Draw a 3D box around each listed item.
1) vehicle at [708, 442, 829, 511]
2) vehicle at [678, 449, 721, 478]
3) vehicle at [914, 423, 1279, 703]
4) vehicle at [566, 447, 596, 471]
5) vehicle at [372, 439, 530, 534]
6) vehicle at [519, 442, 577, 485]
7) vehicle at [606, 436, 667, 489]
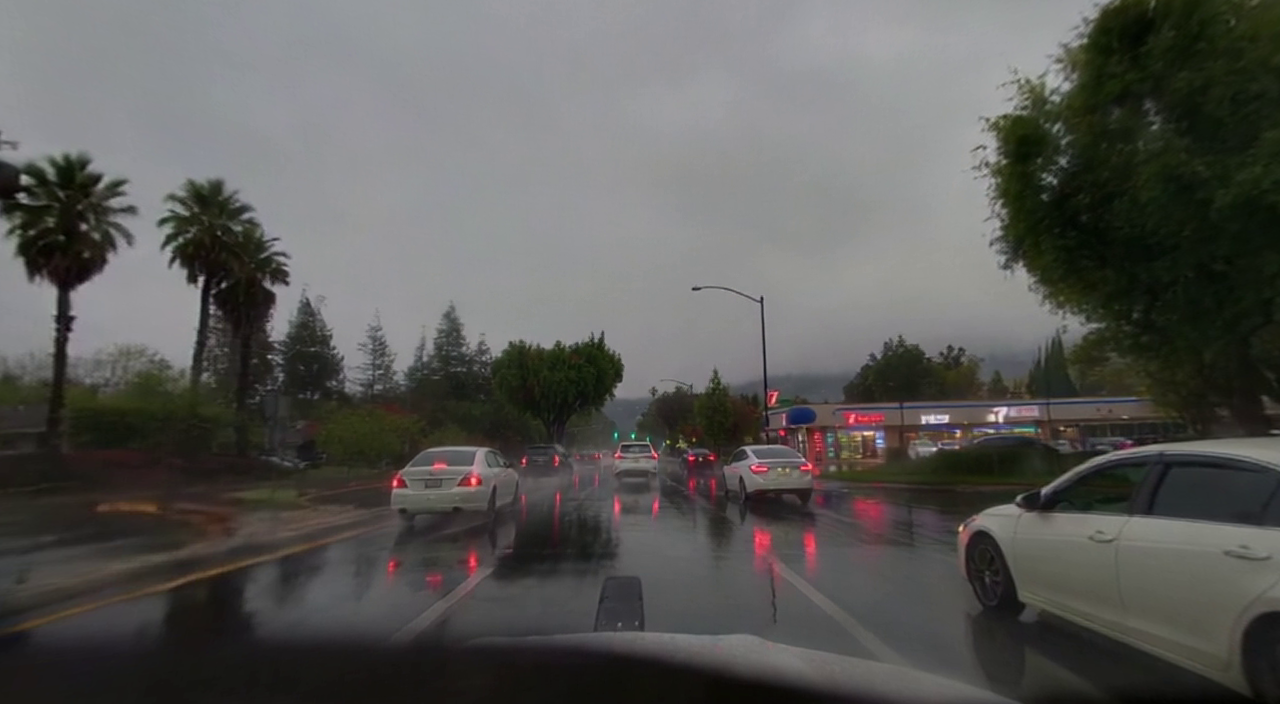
[{"bbox_3d":[3.076,3.082,16.147,1.977,1.480,4.589,0,-8,-2],"label":"vehicle"},{"bbox_3d":[3.241,6.193,35.085,1.880,1.476,3.932,0,-8,-2],"label":"vehicle"},{"bbox_3d":[3.633,1.206,3.853,1.867,1.448,4.436,0,-8,-1],"label":"vehicle"},{"bbox_3d":[-4.321,7.830,46.354,1.871,1.673,3.920,0,-8,-1],"label":"vehicle"},{"bbox_3d":[-3.395,2.469,12.246,1.864,1.505,4.202,0,-8,-1],"label":"vehicle"},{"bbox_3d":[-3.967,4.865,27.821,1.932,1.695,4.235,0,-8,0],"label":"vehicle"},{"bbox_3d":[-0.156,4.229,24.446,2.164,1.867,4.254,0,-8,-1],"label":"vehicle"}]
